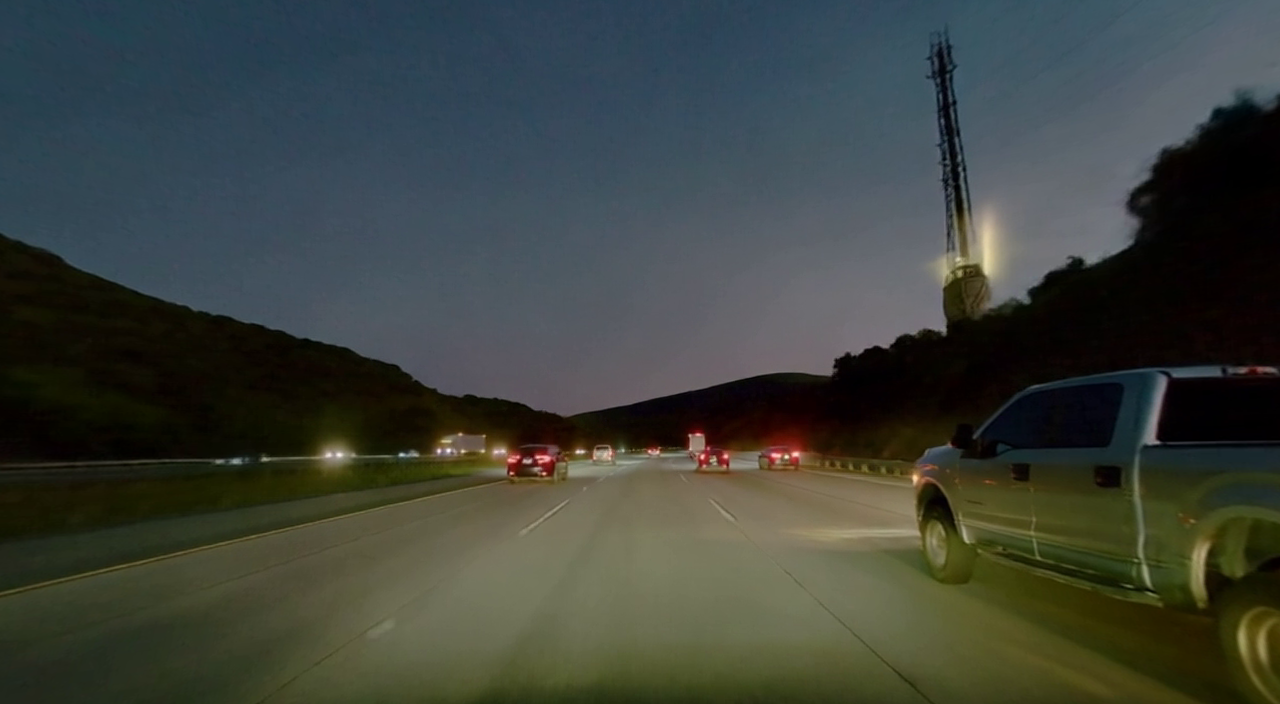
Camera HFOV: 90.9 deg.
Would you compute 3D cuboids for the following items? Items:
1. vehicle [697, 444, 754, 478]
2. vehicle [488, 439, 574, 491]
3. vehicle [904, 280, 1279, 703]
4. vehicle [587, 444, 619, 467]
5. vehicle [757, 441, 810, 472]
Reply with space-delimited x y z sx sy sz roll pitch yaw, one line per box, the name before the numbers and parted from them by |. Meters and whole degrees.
vehicle | 3.923 5.057 29.586 2.046 1.471 4.333 0 -9 0
vehicle | -3.688 3.924 22.304 2.113 1.636 4.494 -1 -9 2
vehicle | 3.476 0.811 3.141 2.098 1.925 5.171 0 -9 1
vehicle | -2.785 7.941 48.771 2.021 1.679 4.310 -1 -9 3
vehicle | 8.186 5.977 36.388 1.986 1.633 4.430 0 -9 0
